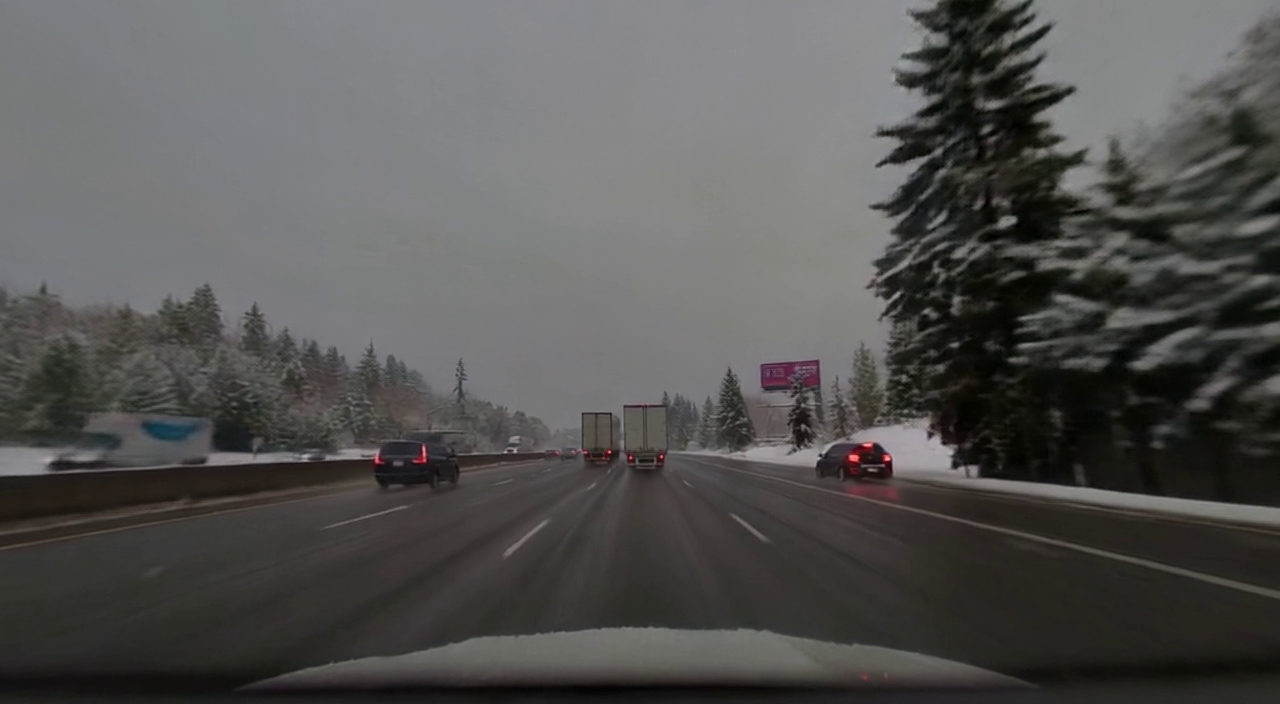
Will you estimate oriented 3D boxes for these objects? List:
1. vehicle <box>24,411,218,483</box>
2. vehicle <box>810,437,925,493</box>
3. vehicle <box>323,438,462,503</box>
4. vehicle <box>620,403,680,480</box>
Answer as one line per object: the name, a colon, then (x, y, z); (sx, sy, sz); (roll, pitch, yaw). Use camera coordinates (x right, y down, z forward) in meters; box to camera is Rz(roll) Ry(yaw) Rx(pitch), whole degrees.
vehicle: (-25.456, 4.746, 31.689); (2.903, 3.092, 7.885); (-1, -8, 1)
vehicle: (7.073, 3.537, 20.133); (1.969, 1.560, 4.394); (0, -8, -1)
vehicle: (-6.728, 3.247, 17.835); (1.992, 1.547, 4.673); (0, -8, 1)
vehicle: (0.473, 5.278, 38.943); (3.054, 3.944, 11.230); (-1, -6, -1)
